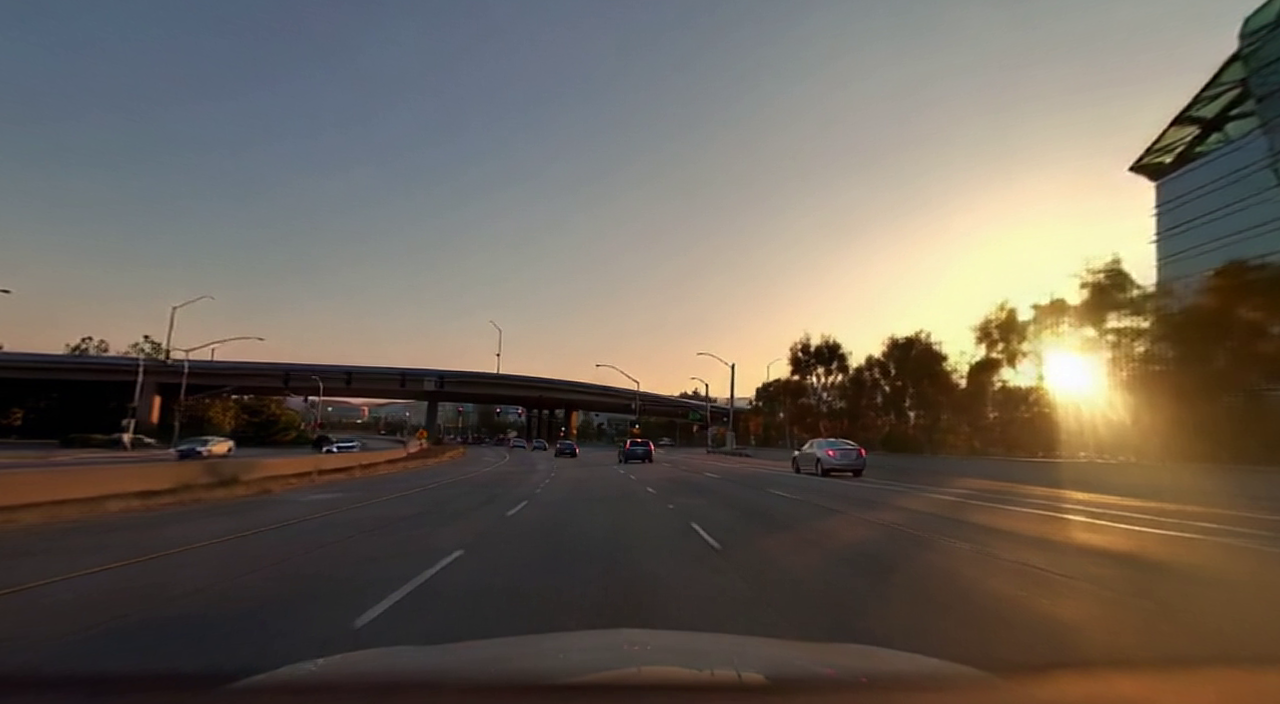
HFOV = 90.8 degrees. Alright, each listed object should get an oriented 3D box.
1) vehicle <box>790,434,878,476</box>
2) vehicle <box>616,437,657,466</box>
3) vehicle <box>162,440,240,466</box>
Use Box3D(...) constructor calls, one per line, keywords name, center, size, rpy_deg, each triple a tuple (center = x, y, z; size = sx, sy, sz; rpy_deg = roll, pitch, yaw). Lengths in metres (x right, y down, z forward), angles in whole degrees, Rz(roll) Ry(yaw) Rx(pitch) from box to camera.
Box3D(name="vehicle", center=(8.637, 4.614, 28.587), size=(2.130, 1.741, 4.665), rpy_deg=(1, -8, -5))
Box3D(name="vehicle", center=(-0.296, 6.289, 40.128), size=(2.024, 1.724, 3.928), rpy_deg=(1, -9, -9))
Box3D(name="vehicle", center=(-27.490, 6.343, 39.766), size=(2.006, 1.506, 4.769), rpy_deg=(1, -9, -8))
